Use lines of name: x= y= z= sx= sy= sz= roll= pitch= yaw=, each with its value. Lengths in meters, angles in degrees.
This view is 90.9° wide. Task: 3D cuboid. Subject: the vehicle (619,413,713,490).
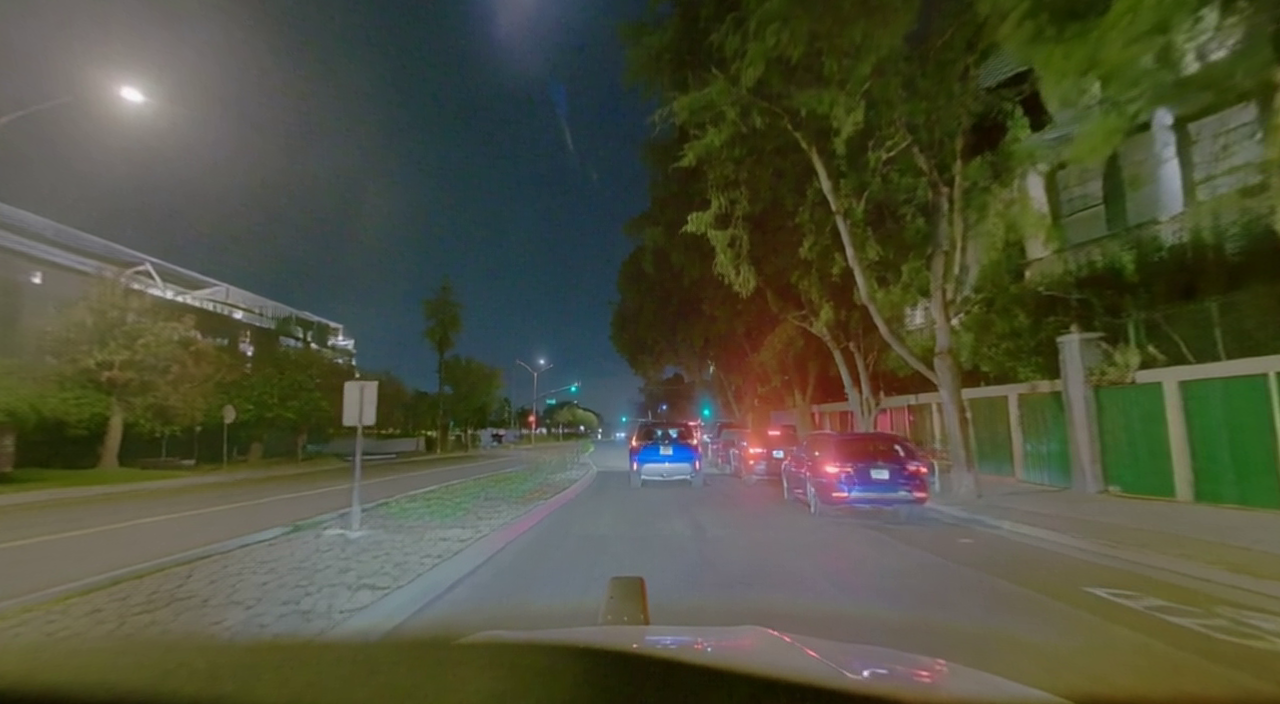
vehicle: x=0.724 y=2.859 z=18.267 sx=2.386 sy=1.947 sz=4.168 roll=-1 pitch=-8 yaw=2

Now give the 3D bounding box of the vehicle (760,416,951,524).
vehicle: x=3.909 y=2.259 z=12.560 sx=2.138 sy=1.699 sz=4.852 roll=0 pitch=-8 yaw=1
